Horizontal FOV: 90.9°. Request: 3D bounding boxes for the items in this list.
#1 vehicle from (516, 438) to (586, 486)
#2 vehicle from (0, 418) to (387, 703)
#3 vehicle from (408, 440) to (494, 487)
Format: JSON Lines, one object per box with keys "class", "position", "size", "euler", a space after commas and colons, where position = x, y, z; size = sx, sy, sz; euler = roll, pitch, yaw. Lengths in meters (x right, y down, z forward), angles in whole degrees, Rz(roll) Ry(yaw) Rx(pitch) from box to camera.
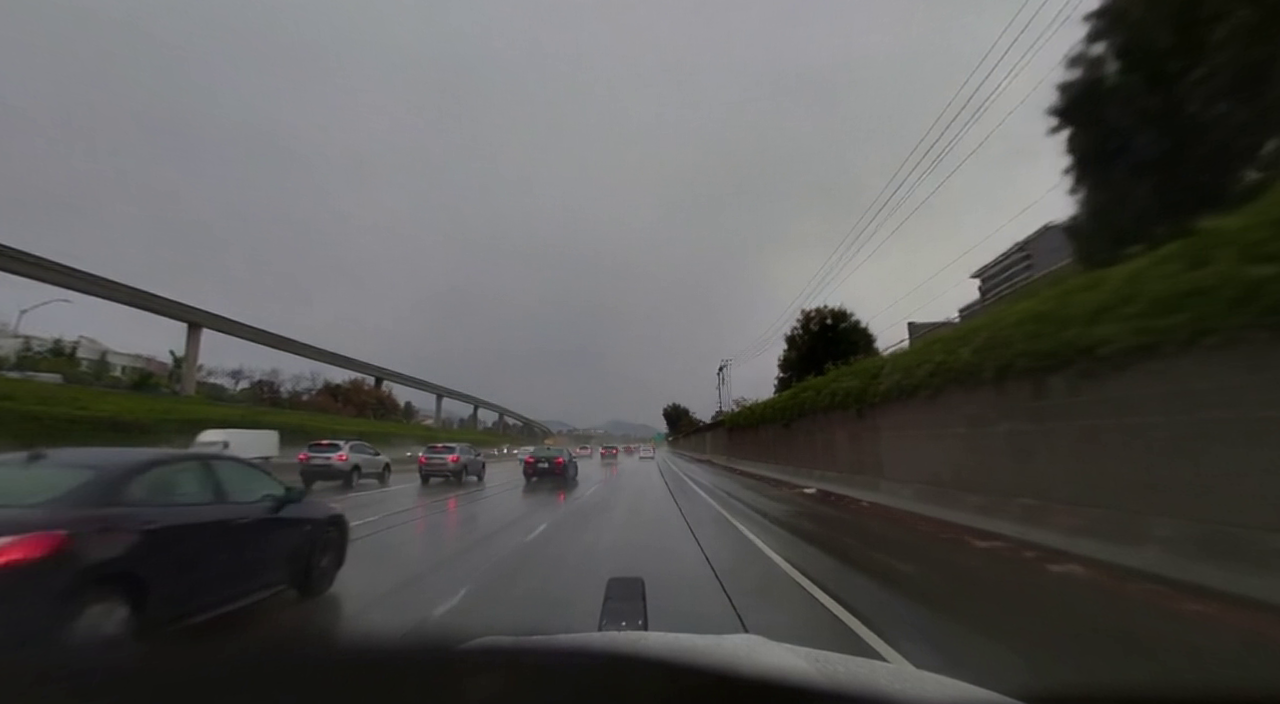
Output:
{"class": "vehicle", "position": [-3.460, 4.364, 25.399], "size": [2.052, 1.731, 4.372], "euler": [0, -8, 2]}
{"class": "vehicle", "position": [-3.502, 1.191, 3.839], "size": [2.056, 1.449, 4.330], "euler": [0, -8, 1]}
{"class": "vehicle", "position": [-7.251, 4.301, 24.683], "size": [1.959, 1.652, 4.170], "euler": [0, -8, 2]}
